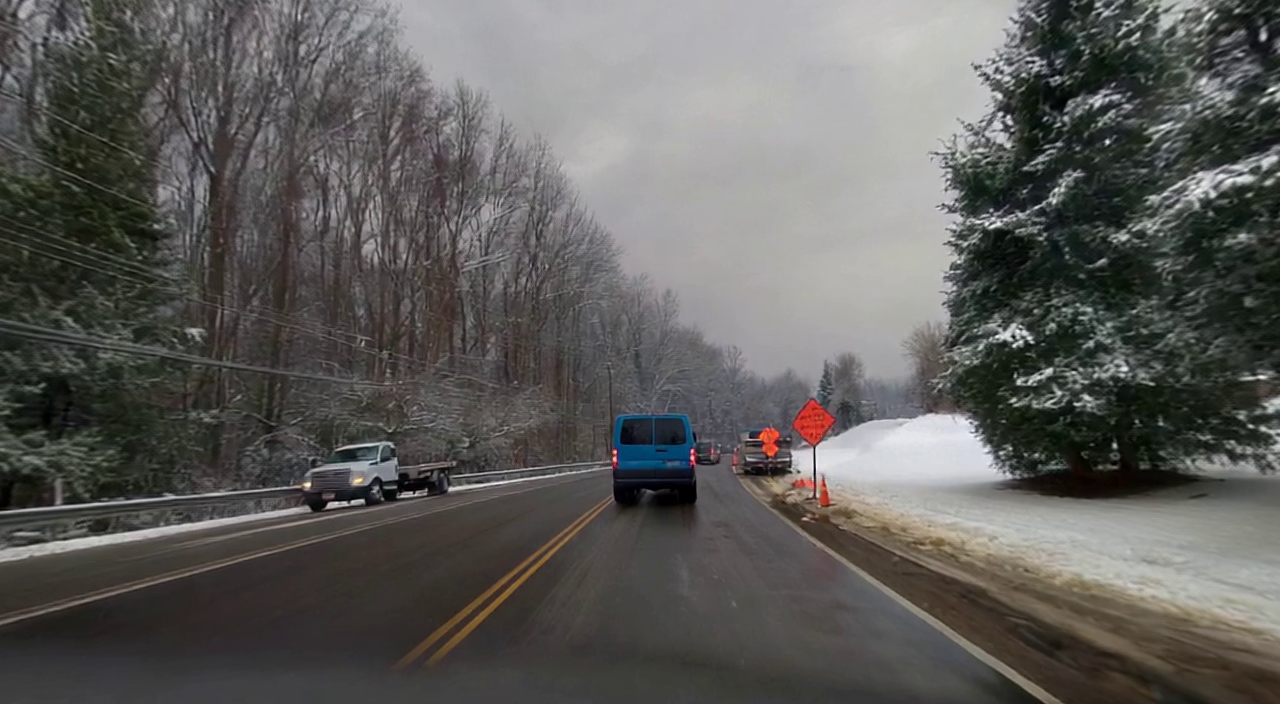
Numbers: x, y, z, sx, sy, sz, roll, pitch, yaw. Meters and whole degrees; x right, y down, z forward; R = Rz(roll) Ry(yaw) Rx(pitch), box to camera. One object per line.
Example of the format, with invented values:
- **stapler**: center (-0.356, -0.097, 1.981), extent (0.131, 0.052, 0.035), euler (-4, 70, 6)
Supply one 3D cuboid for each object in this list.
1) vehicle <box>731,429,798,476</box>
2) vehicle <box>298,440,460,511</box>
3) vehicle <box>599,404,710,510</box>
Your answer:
- **vehicle**: center (6.018, 4.963, 31.586), extent (2.833, 2.033, 7.668), euler (-1, -9, 8)
- **vehicle**: center (-7.628, 3.647, 19.380), extent (2.055, 1.809, 5.906), euler (-1, -9, 4)
- **vehicle**: center (0.499, 2.605, 15.984), extent (2.362, 2.247, 4.892), euler (-1, -9, 5)
